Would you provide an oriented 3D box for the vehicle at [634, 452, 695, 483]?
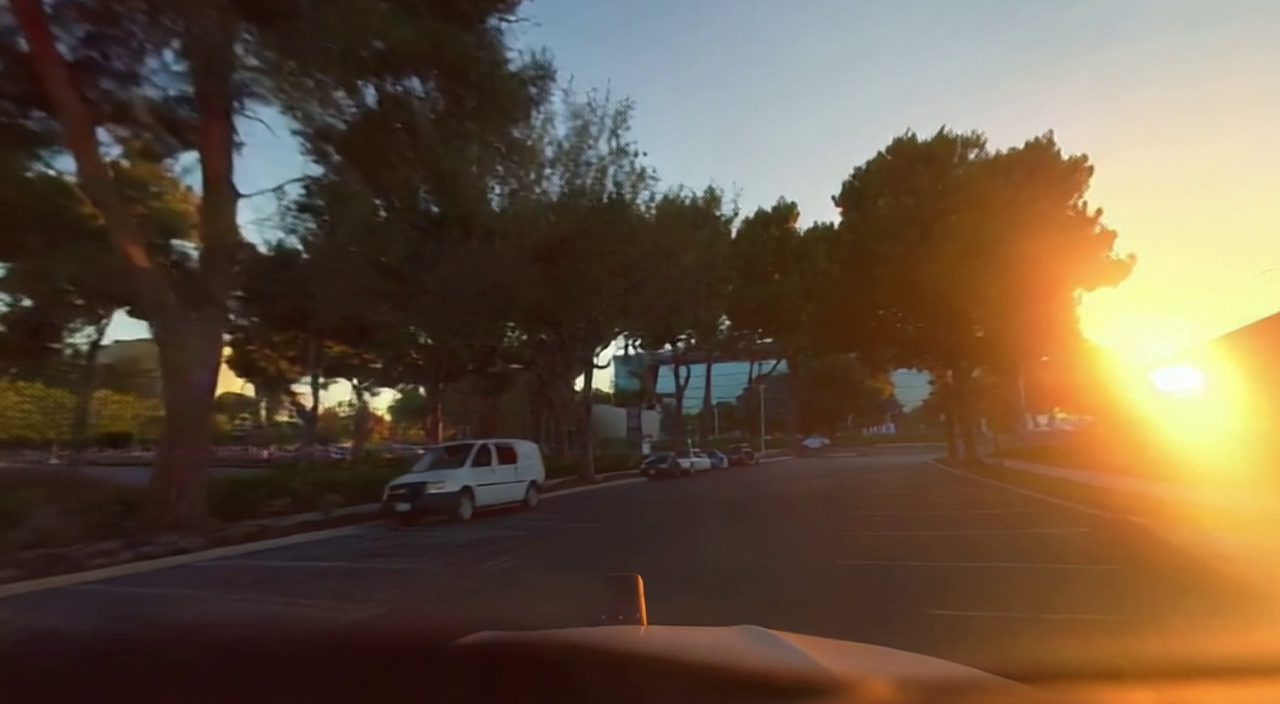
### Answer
[{"bbox_3d":[1.321,5.958,32.832,1.938,1.191,3.630,-10,-10,20],"label":"vehicle"}]

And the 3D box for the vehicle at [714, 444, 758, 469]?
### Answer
[{"bbox_3d":[7.426,7.984,48.403,2.360,1.741,4.912,-3,-9,20],"label":"vehicle"}]

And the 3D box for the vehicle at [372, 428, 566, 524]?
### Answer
[{"bbox_3d":[-4.467,3.359,17.808,2.433,2.193,5.547,-4,-9,20],"label":"vehicle"}]

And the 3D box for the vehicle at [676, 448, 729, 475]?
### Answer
[{"bbox_3d":[3.868,6.636,38.561,2.038,1.525,4.383,-4,-9,22],"label":"vehicle"}]
